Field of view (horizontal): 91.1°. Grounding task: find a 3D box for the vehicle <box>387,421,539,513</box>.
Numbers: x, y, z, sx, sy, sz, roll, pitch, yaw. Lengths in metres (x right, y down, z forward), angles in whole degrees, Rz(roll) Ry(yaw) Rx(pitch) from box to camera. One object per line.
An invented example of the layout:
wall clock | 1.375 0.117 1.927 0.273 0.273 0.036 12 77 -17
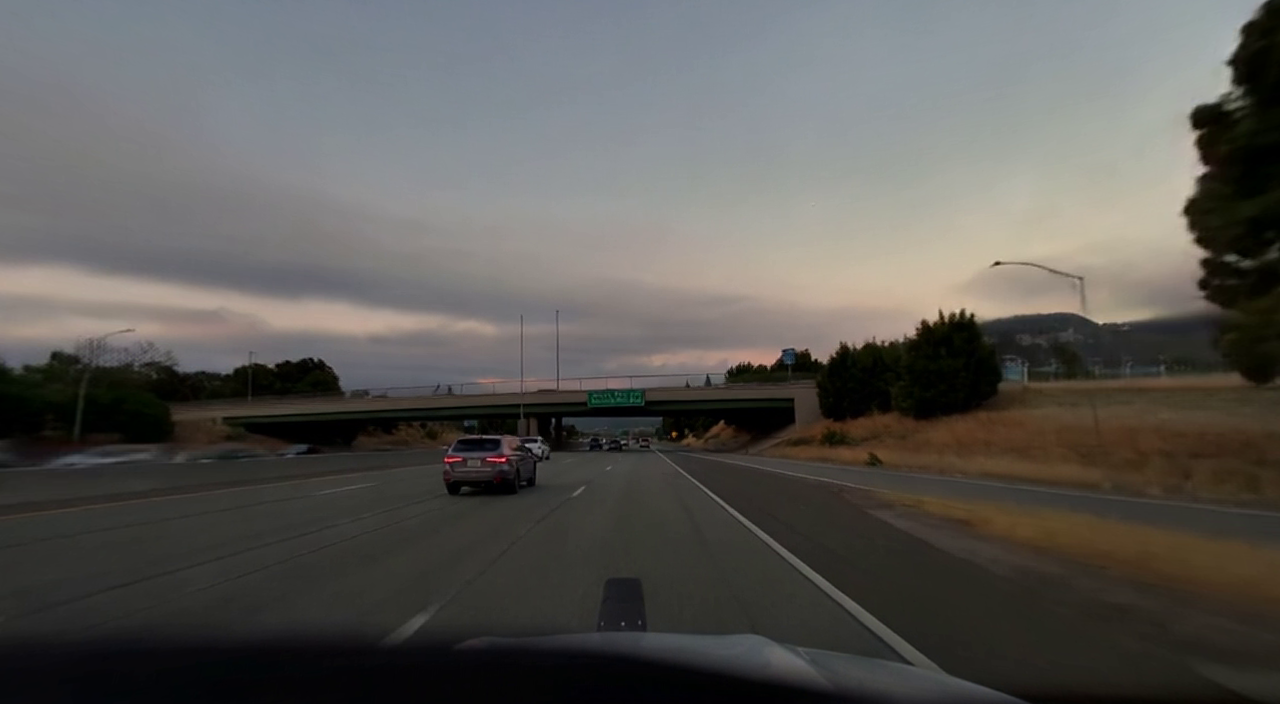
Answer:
vehicle | -3.694 2.492 14.083 2.048 1.705 4.384 0 -8 1
